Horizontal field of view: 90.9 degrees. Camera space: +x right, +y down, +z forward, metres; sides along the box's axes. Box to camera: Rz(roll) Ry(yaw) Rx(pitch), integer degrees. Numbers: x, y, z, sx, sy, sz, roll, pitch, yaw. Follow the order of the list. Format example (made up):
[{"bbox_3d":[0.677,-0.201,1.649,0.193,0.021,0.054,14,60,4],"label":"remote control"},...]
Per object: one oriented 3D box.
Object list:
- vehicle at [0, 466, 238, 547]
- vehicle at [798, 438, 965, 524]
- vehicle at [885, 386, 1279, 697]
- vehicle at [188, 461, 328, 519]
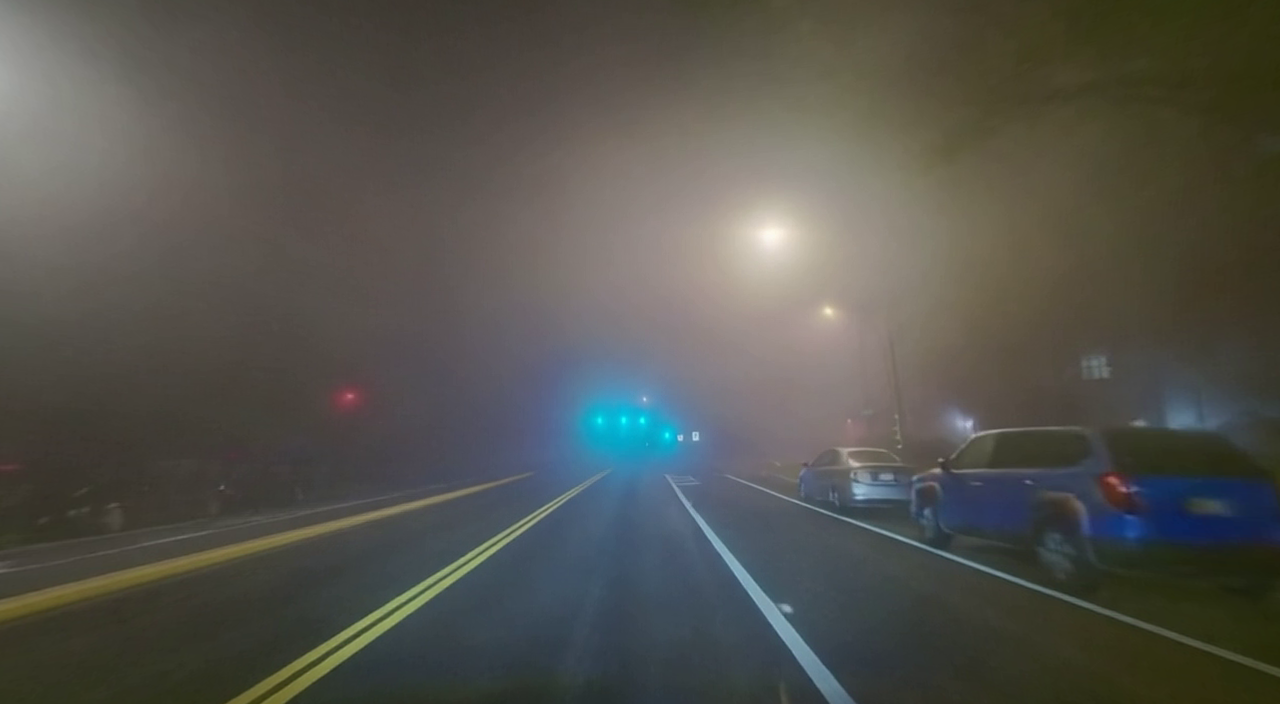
[{"bbox_3d":[-12.607,3.703,15.715,1.983,1.513,4.662,0,-8,2],"label":"vehicle"},{"bbox_3d":[4.904,2.641,13.593,1.915,1.521,4.375,0,-8,1],"label":"vehicle"},{"bbox_3d":[4.649,1.455,6.303,2.218,1.789,5.146,0,-8,-1],"label":"vehicle"},{"bbox_3d":[-12.474,4.499,20.993,1.851,1.472,4.532,-1,-7,0],"label":"vehicle"}]
